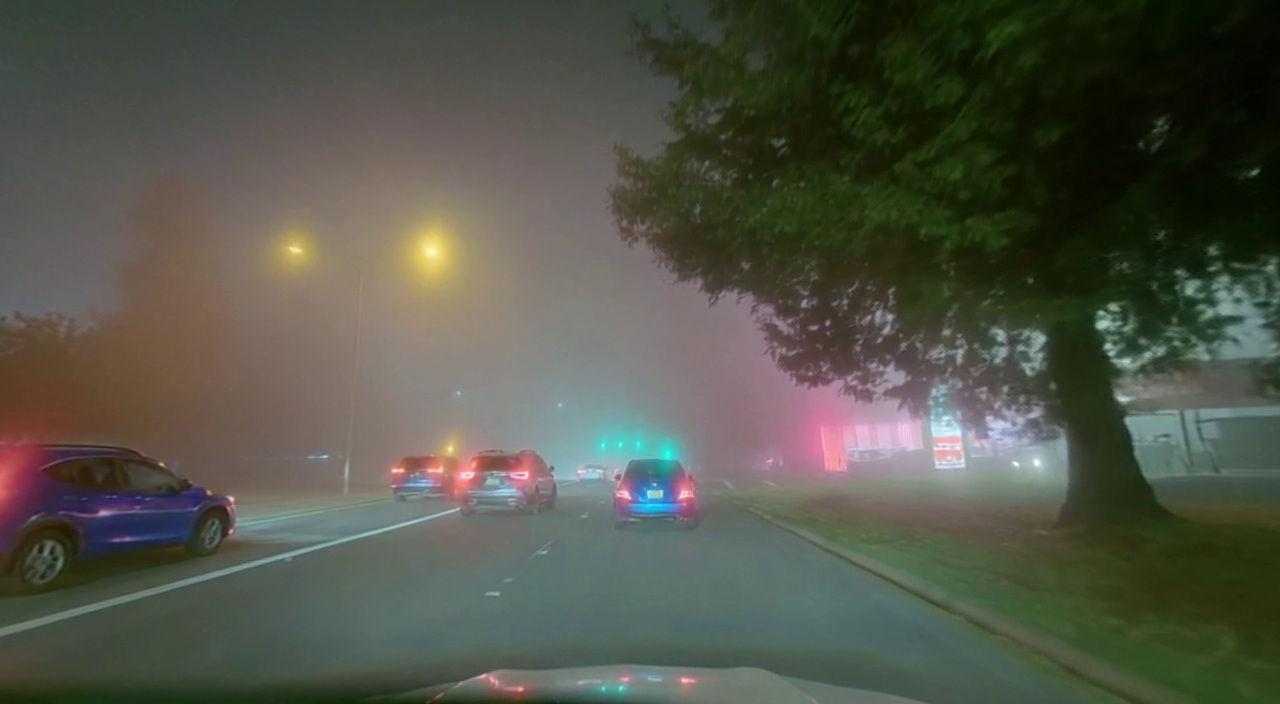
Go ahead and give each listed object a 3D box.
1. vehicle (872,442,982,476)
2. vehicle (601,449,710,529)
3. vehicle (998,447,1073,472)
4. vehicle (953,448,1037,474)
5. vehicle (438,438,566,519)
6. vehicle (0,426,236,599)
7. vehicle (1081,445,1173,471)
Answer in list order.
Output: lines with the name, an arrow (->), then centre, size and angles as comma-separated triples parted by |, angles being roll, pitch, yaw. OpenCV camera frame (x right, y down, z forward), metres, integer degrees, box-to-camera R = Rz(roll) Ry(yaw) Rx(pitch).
vehicle -> 18.231, 6.777, 40.237 | 5.852, 1.962, 2.323 | -7, -11, 41
vehicle -> 0.334, 2.923, 14.064 | 2.091, 1.494, 3.962 | 0, -8, 1
vehicle -> 25.690, 6.944, 40.946 | 3.796, 1.484, 1.723 | -7, -12, 41
vehicle -> 22.470, 6.915, 39.946 | 4.220, 1.550, 1.935 | -10, -13, 43
vehicle -> -3.251, 3.075, 15.934 | 2.055, 1.725, 4.732 | 0, -8, 1
vehicle -> -7.156, 1.739, 7.358 | 1.968, 1.657, 4.230 | 0, -8, 1
vehicle -> 30.576, 6.629, 39.623 | 1.757, 1.496, 4.200 | 7, -11, -42
